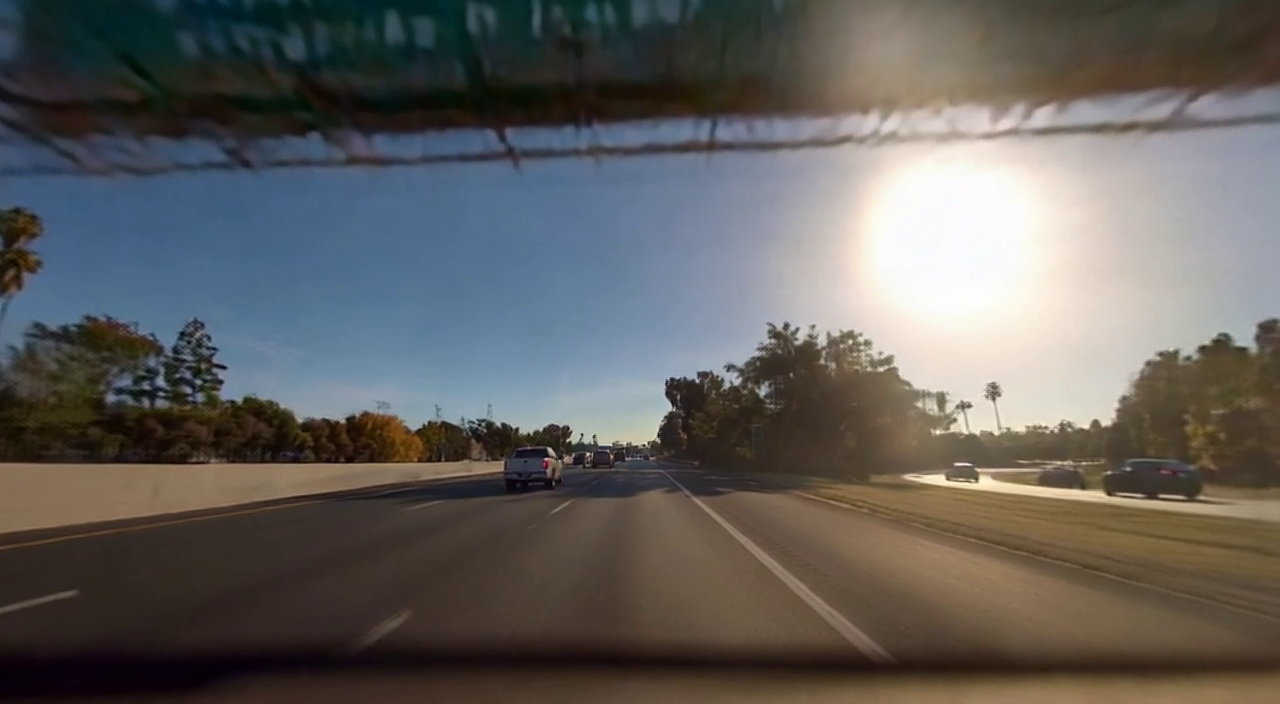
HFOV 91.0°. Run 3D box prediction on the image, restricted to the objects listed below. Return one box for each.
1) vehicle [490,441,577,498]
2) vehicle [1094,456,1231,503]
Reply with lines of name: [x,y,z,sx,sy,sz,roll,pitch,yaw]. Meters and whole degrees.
vehicle: [-3.606,4.089,22.320,2.162,1.747,4.791,0,-9,1]
vehicle: [22.758,5.518,27.780,2.033,1.794,5.116,-1,-9,6]
